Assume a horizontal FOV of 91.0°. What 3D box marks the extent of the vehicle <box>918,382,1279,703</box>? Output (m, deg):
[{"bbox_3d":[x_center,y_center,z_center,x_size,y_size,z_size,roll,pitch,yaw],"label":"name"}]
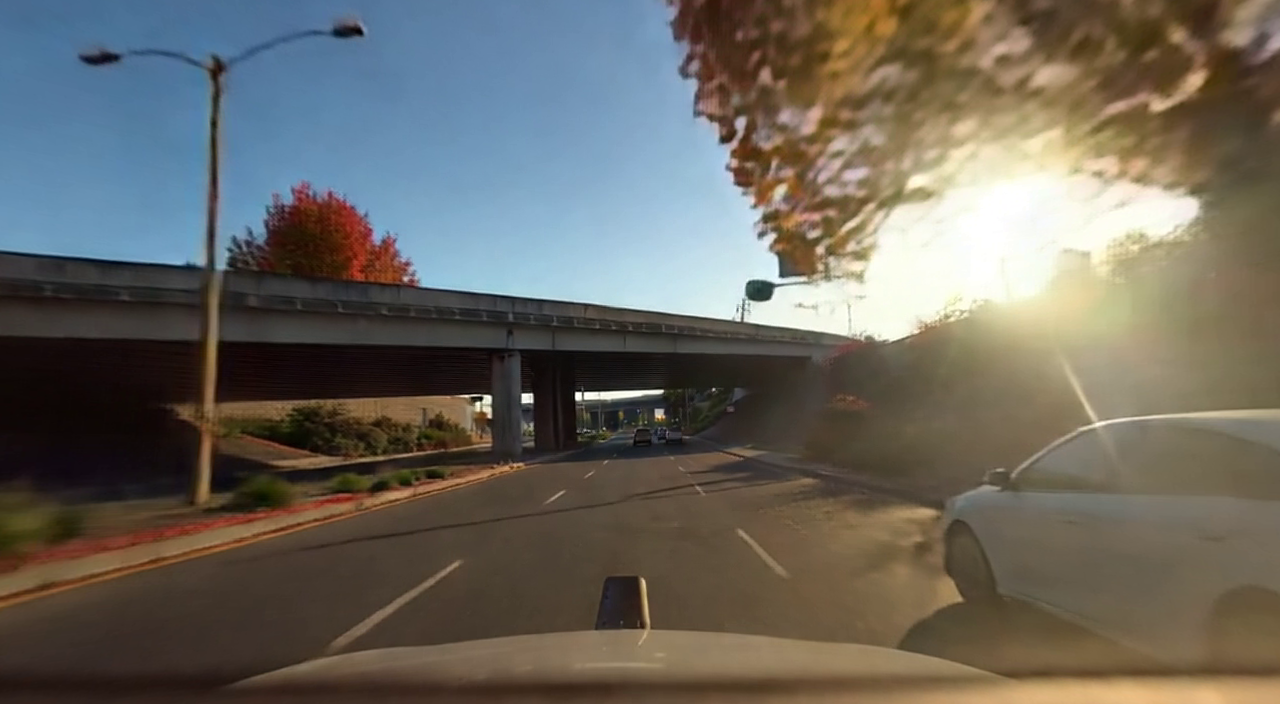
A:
[{"bbox_3d":[3.584,1.046,3.491,2.063,1.542,4.420,0,-9,0],"label":"vehicle"}]
